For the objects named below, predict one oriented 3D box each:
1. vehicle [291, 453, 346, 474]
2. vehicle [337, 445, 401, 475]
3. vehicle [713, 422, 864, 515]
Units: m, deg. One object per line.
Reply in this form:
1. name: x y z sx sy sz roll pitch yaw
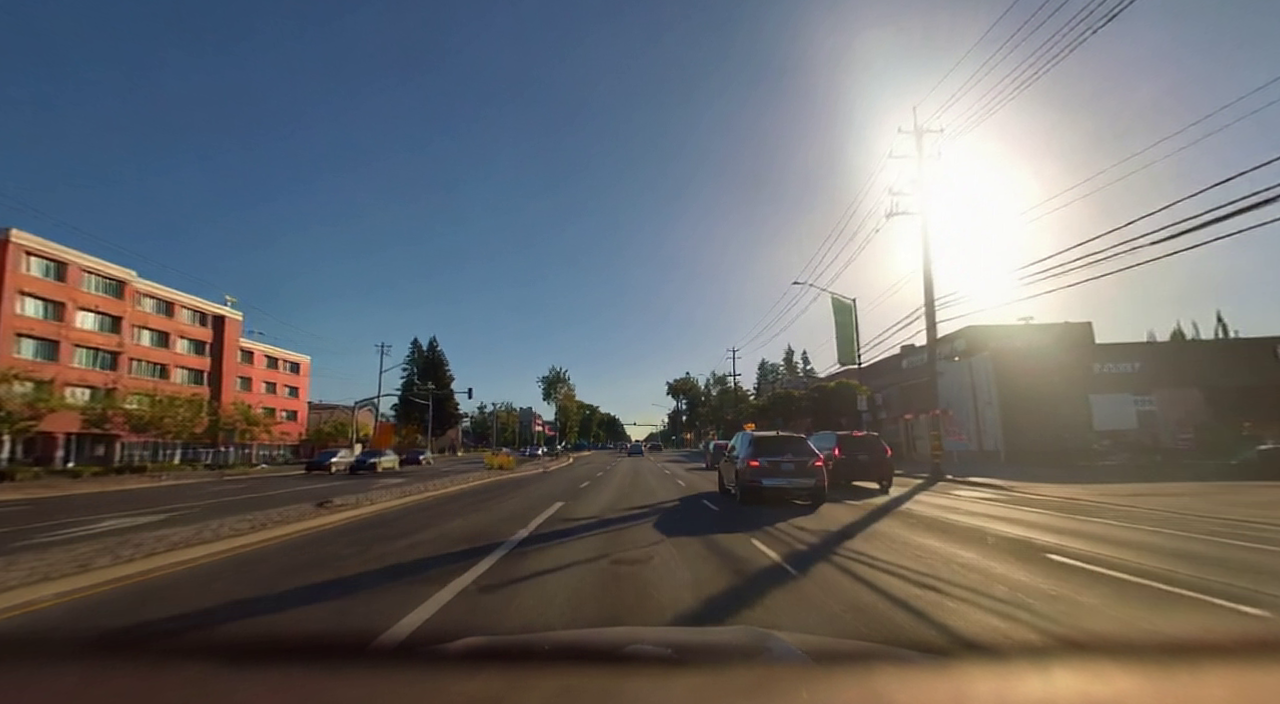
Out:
1. vehicle: -24.297 8.400 47.865 1.828 1.470 4.512 0 -8 0
2. vehicle: -16.479 6.565 38.690 1.933 1.677 4.400 0 -8 1
3. vehicle: 2.987 2.469 13.823 2.128 1.699 4.222 0 -8 -2
